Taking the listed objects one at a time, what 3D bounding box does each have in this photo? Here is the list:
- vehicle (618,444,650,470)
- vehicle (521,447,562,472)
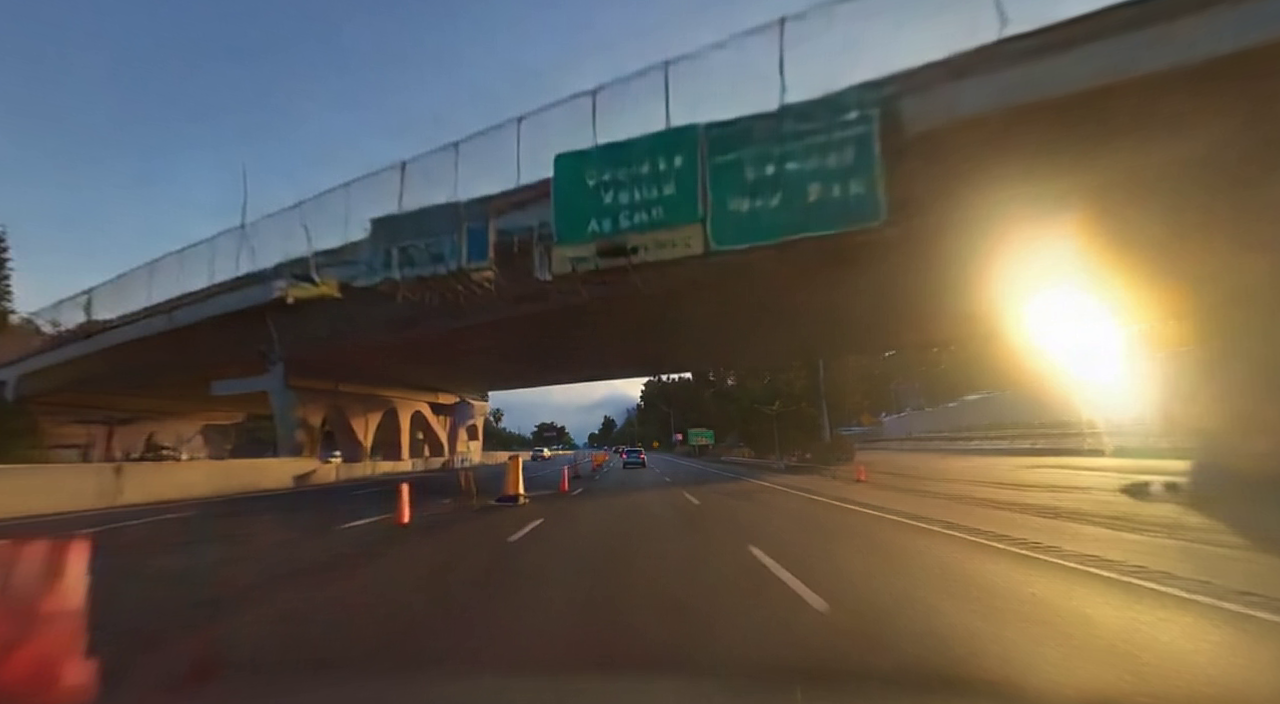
[{"bbox_3d":[-0.422,7.095,42.776,2.109,1.638,3.856,0,-9,-1],"label":"vehicle"},{"bbox_3d":[-6.286,6.938,40.935,1.997,1.507,4.248,0,-9,0],"label":"vehicle"}]
